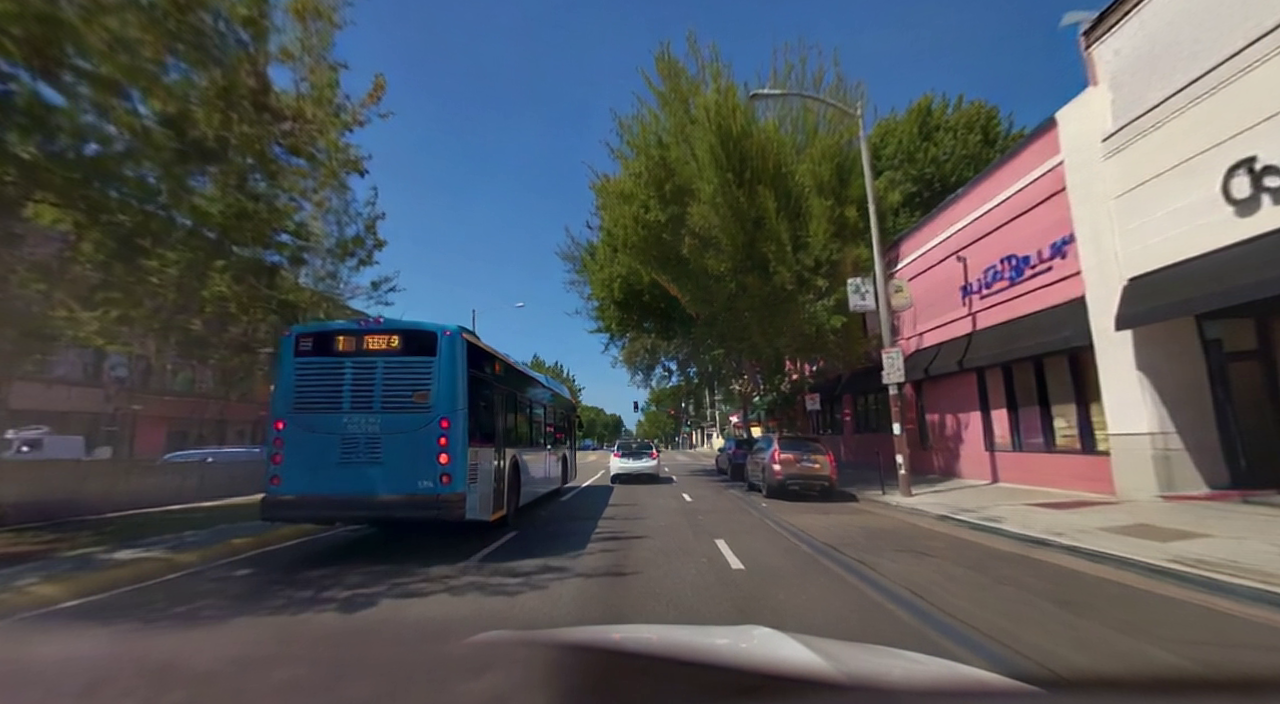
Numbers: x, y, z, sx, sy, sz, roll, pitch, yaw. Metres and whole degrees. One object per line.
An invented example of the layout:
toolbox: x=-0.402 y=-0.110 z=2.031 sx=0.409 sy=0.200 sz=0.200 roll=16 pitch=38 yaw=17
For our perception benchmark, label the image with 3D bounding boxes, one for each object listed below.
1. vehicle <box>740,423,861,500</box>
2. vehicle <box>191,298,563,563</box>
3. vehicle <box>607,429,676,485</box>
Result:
vehicle: x=4.095 y=2.896 z=16.999 sx=2.138 sy=1.787 sz=4.522 roll=0 pitch=-9 yaw=1
vehicle: x=-3.338 y=1.465 z=11.148 sx=2.920 sy=2.884 sz=8.588 roll=0 pitch=-9 yaw=-1
vehicle: x=0.070 y=3.547 z=21.548 sx=2.120 sy=1.727 sz=3.917 roll=0 pitch=-9 yaw=1
